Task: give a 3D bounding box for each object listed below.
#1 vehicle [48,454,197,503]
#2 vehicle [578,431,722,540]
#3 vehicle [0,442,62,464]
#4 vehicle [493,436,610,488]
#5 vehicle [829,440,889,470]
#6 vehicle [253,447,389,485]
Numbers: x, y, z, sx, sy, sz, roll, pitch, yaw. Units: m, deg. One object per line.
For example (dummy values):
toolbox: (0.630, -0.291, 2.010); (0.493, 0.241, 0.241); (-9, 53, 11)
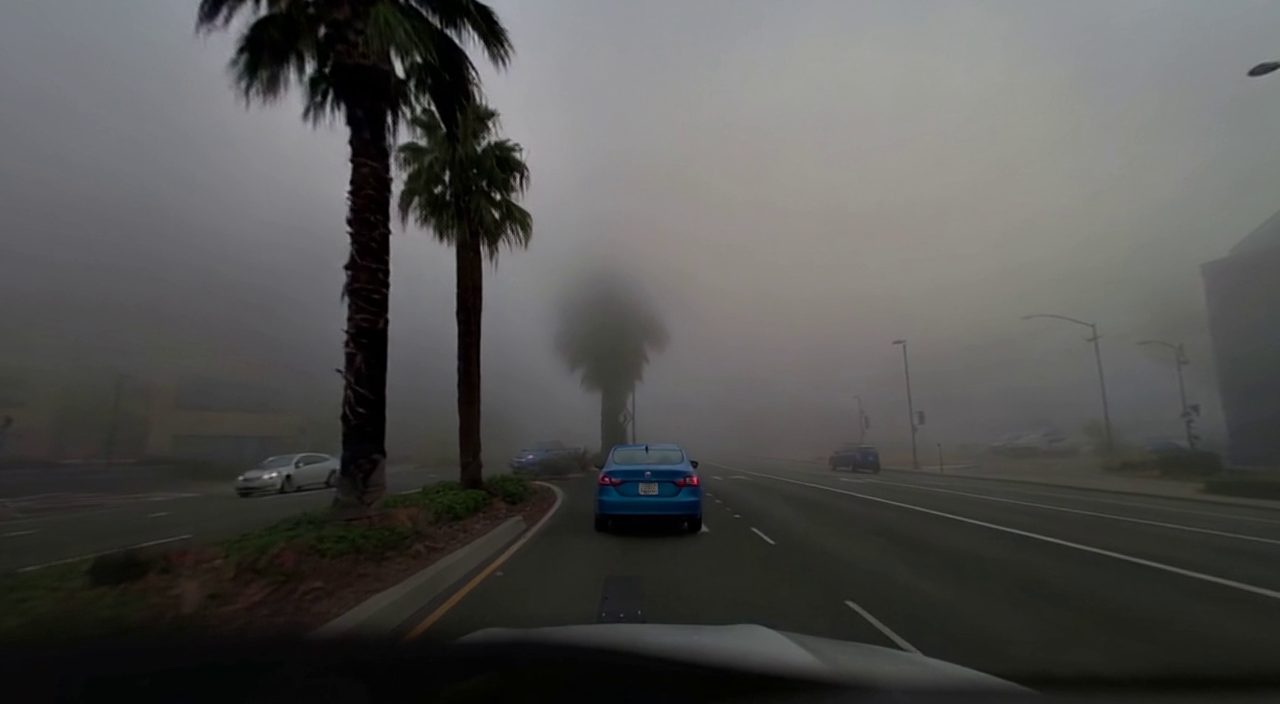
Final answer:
vehicle: (-17.385, 4.191, 21.262); (4.071, 1.442, 1.948); (-3, -9, 20)
vehicle: (0.070, 2.171, 10.947); (1.986, 1.473, 4.382); (0, -9, -2)
vehicle: (-43.026, 6.896, 43.372); (1.748, 1.449, 4.502); (-4, -10, 26)
vehicle: (-3.092, 3.643, 21.279); (2.095, 1.552, 4.457); (6, -10, -34)
vehicle: (14.079, 6.646, 40.932); (2.131, 1.832, 5.203); (0, -9, 1)
vehicle: (-13.157, 4.699, 26.188); (4.585, 1.479, 2.088); (-2, -9, 10)
